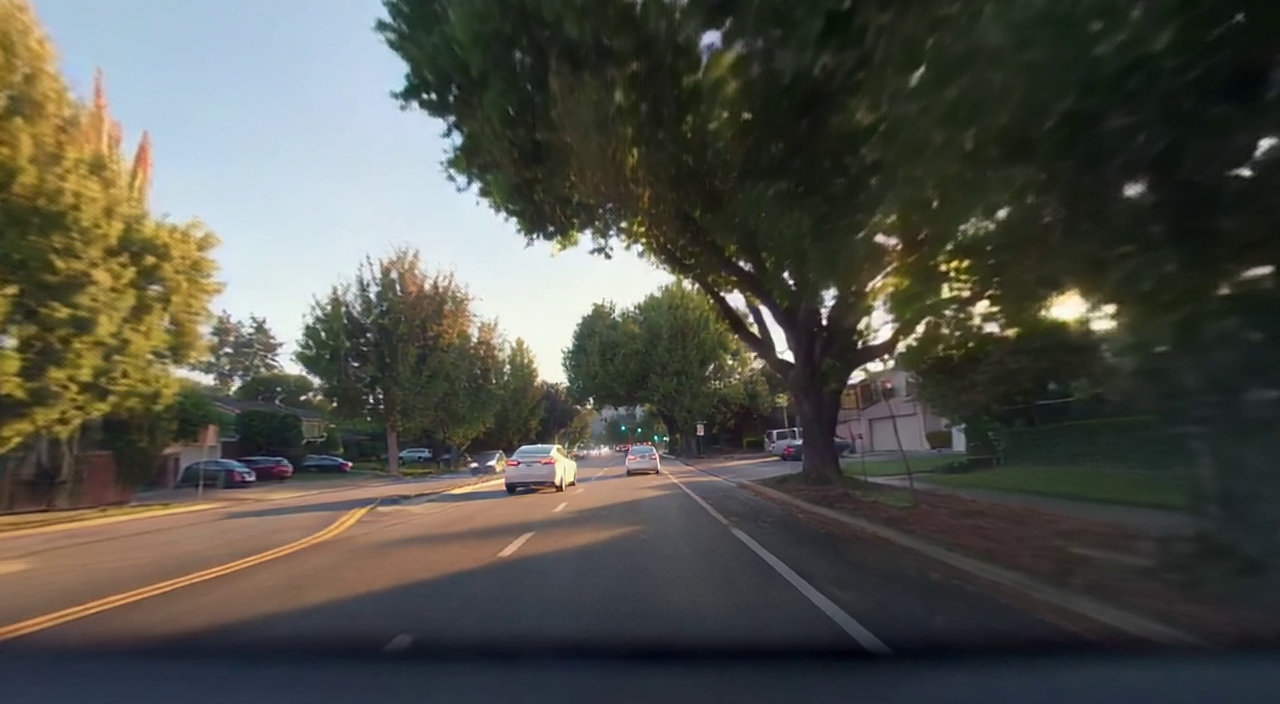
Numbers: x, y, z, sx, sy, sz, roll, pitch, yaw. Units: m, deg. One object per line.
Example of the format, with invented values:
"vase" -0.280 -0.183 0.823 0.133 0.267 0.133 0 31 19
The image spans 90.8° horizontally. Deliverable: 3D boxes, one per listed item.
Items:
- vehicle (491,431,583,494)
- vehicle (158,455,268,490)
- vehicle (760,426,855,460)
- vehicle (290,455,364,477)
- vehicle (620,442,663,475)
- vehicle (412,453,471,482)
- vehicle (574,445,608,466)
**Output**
"vehicle" -3.163 3.507 20.335 2.157 1.771 4.452 0 -9 1
"vehicle" -22.175 6.239 32.929 4.203 1.693 2.072 0 -9 1
"vehicle" 11.126 6.085 42.360 5.552 2.070 2.533 -1 -9 -3
"vehicle" -22.843 8.293 46.155 4.370 1.496 1.887 0 -9 -3
"vehicle" 0.047 5.332 31.853 2.062 1.518 3.901 0 -9 -1
"vehicle" -11.592 6.756 37.262 1.970 1.554 4.401 0 -9 1
"vehicle" -3.714 7.977 49.021 2.268 1.522 4.350 0 -9 0
